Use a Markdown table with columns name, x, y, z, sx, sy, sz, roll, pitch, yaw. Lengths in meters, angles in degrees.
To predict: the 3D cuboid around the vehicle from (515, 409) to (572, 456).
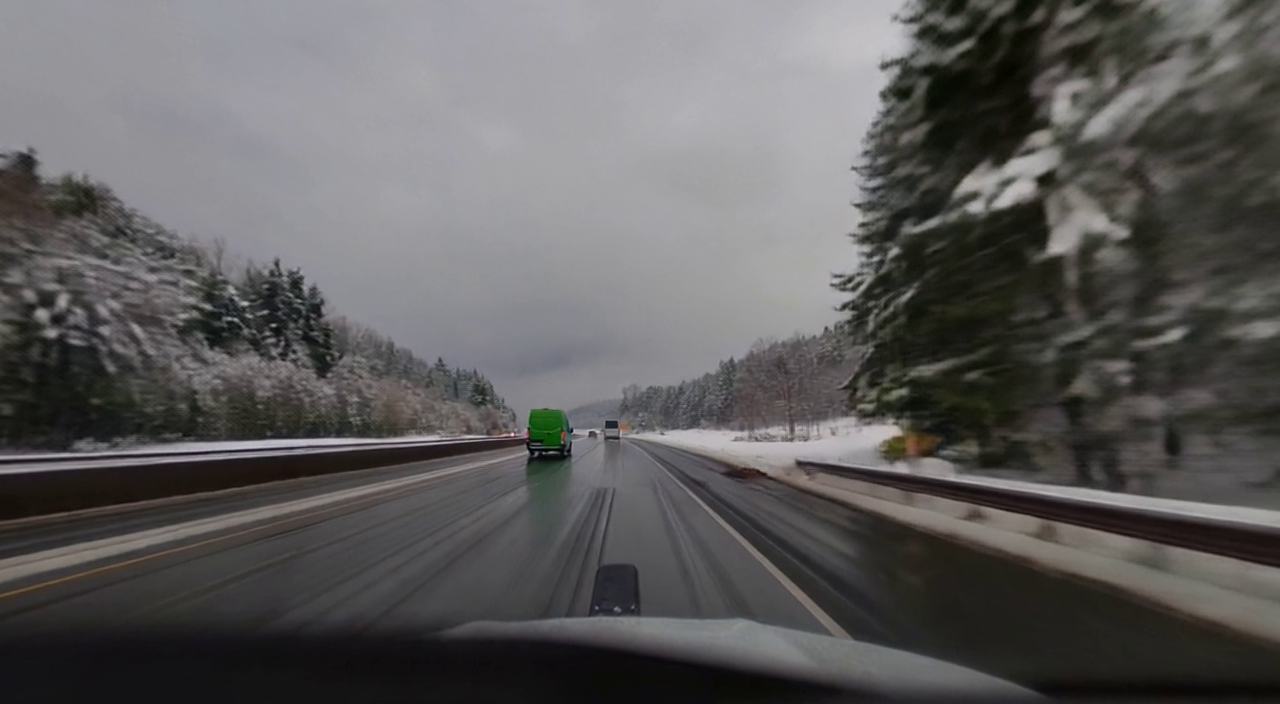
| name | x | y | z | sx | sy | sz | roll | pitch | yaw |
| --- | --- | --- | --- | --- | --- | --- | --- | --- | --- |
| vehicle | -5.484 | 4.715 | 36.662 | 2.561 | 2.509 | 5.465 | 0 | -8 | -1 |
